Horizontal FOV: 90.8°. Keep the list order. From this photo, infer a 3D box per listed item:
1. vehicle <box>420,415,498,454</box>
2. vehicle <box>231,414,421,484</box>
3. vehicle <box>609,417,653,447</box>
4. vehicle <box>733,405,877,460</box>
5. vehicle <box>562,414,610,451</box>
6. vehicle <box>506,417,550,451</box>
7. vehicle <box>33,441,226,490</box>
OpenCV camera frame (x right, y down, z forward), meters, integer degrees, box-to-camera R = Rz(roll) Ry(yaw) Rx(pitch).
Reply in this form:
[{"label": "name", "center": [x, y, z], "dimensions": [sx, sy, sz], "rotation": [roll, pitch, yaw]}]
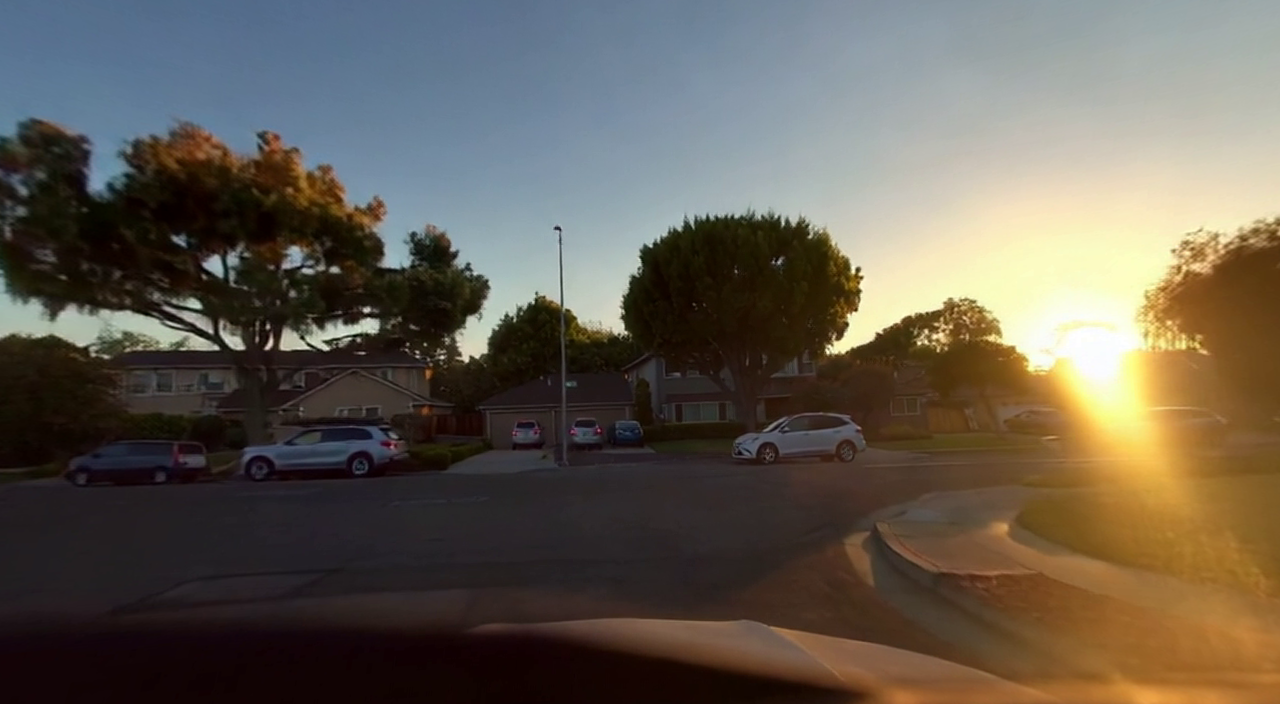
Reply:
[{"label": "vehicle", "center": [-10.519, 4.803, 36.412], "dimensions": [2.307, 2.043, 5.475], "rotation": [7, -11, -38]}, {"label": "vehicle", "center": [-10.803, 3.362, 22.220], "dimensions": [5.419, 2.292, 2.272], "rotation": [1, -7, -8]}, {"label": "vehicle", "center": [-0.636, 4.843, 38.014], "dimensions": [2.005, 1.699, 4.234], "rotation": [1, -8, -10]}, {"label": "vehicle", "center": [6.272, 3.141, 24.409], "dimensions": [4.919, 1.969, 2.104], "rotation": [2, -9, -5]}, {"label": "vehicle", "center": [-3.210, 4.655, 36.465], "dimensions": [2.278, 1.969, 5.533], "rotation": [1, -8, -10]}, {"label": "vehicle", "center": [-6.824, 5.017, 38.327], "dimensions": [2.391, 1.894, 5.075], "rotation": [1, -8, -11]}, {"label": "vehicle", "center": [-16.914, 3.773, 21.166], "dimensions": [4.650, 1.480, 1.782], "rotation": [1, -9, -8]}]
